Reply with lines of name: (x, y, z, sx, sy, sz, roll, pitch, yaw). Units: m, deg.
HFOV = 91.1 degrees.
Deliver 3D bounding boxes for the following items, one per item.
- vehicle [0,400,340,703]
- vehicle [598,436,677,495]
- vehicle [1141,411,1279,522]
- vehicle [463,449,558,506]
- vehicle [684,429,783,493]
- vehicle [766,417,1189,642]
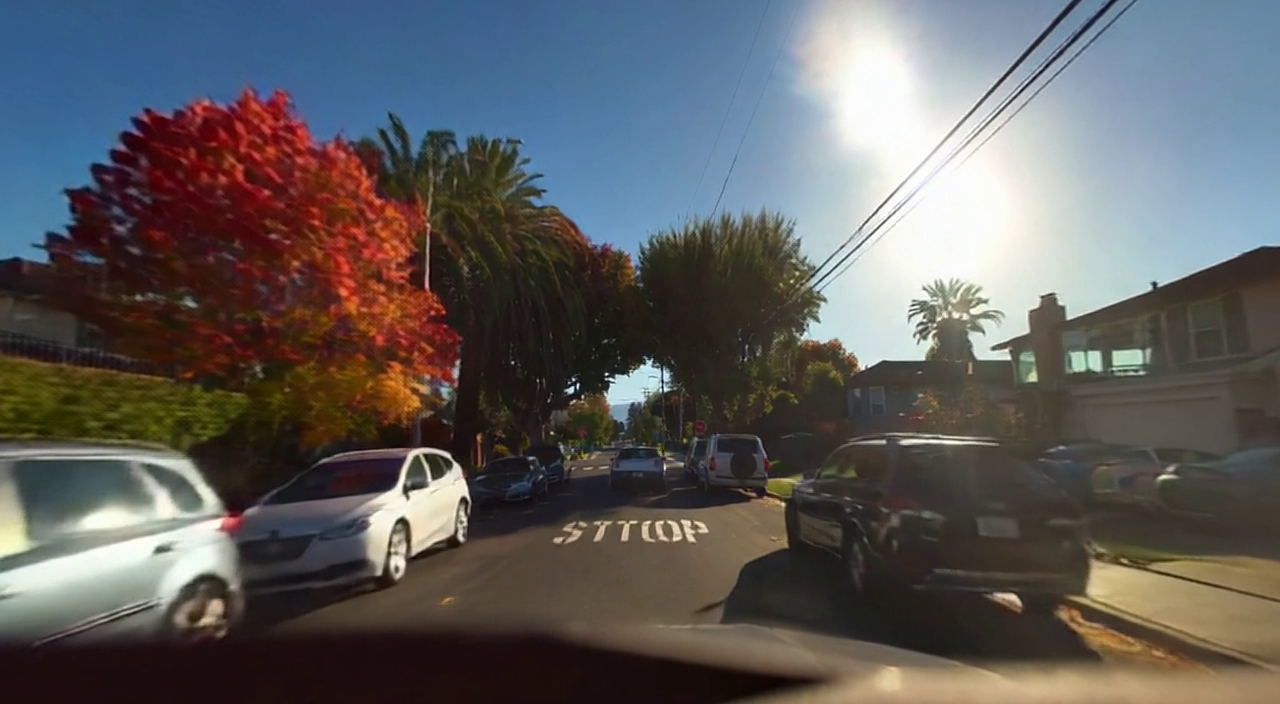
vehicle: (-3.152, 0.968, 2.370, 1.877, 1.521, 4.348, 0, -8, 0)
vehicle: (-0.092, 3.227, 18.275, 2.010, 1.499, 4.107, 0, -8, -1)
vehicle: (9.811, 1.562, 8.559, 1.929, 1.517, 4.494, 1, -9, -7)
vehicle: (-3.299, 3.250, 16.715, 1.728, 1.305, 3.805, 0, -8, 0)
vehicle: (2.590, 3.176, 18.649, 2.136, 1.650, 4.837, 0, -8, -1)
vehicle: (2.827, 1.562, 6.613, 1.967, 1.563, 4.237, 0, -8, -2)
